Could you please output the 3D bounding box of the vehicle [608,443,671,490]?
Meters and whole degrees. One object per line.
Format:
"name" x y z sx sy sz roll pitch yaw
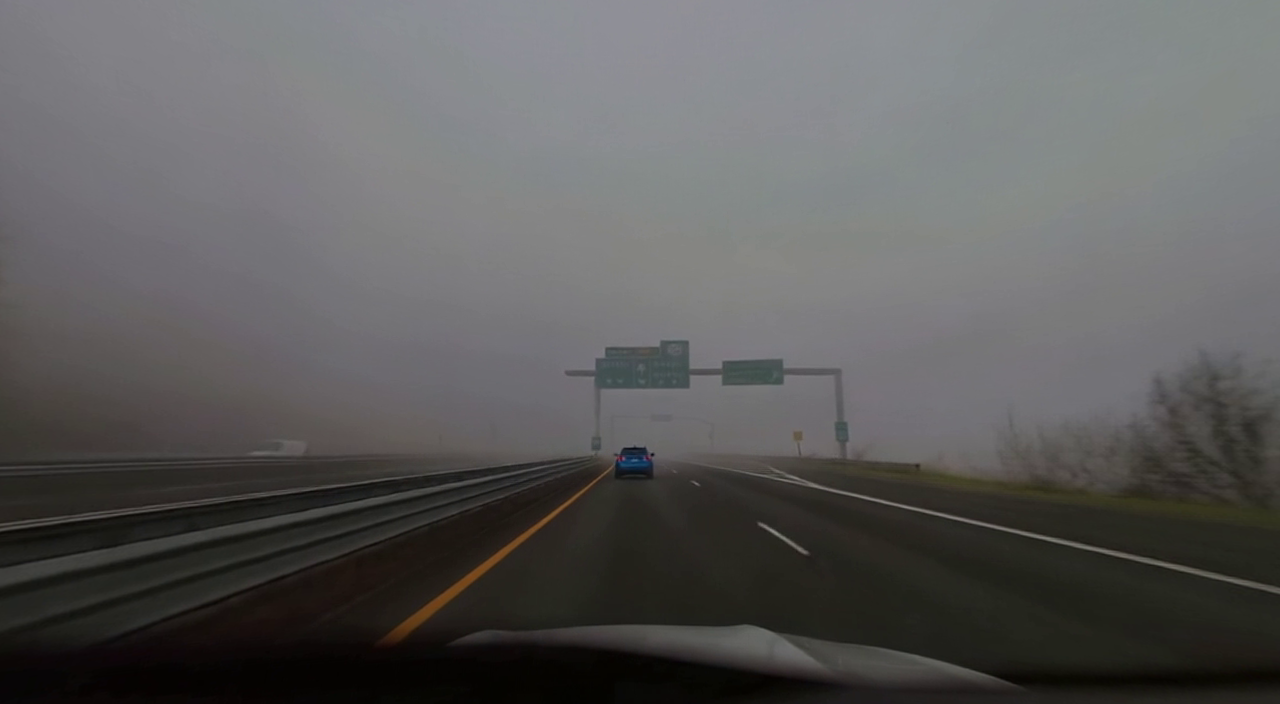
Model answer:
"vehicle" -0.020 4.066 22.655 2.069 1.523 4.012 0 -9 0

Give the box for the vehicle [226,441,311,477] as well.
"vehicle" -18.196 5.253 31.104 1.995 1.617 3.888 1 -9 -4
